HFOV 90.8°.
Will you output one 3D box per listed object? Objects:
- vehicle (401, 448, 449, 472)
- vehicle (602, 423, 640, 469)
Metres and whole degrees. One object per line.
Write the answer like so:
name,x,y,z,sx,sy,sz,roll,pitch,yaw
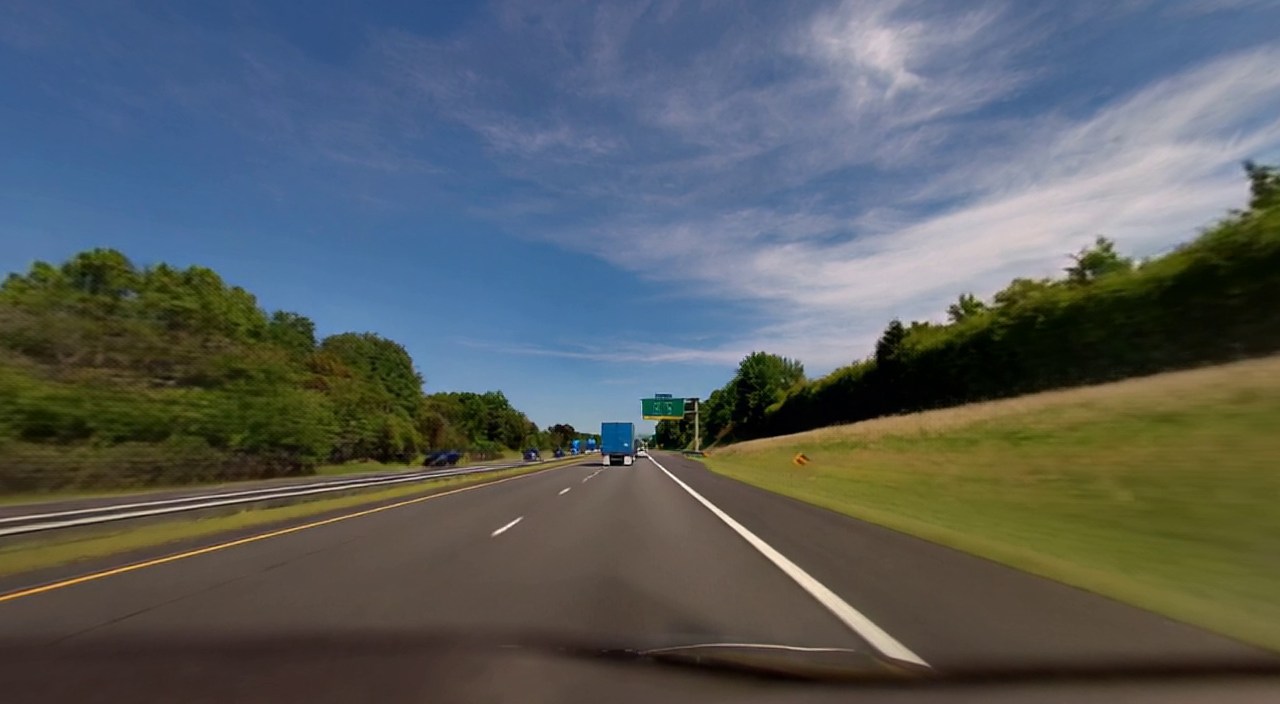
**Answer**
vehicle,-15.682,7.892,46.341,1.997,1.664,4.385,0,-9,0
vehicle,-1.438,7.263,48.708,2.704,3.270,6.745,0,-9,-2
